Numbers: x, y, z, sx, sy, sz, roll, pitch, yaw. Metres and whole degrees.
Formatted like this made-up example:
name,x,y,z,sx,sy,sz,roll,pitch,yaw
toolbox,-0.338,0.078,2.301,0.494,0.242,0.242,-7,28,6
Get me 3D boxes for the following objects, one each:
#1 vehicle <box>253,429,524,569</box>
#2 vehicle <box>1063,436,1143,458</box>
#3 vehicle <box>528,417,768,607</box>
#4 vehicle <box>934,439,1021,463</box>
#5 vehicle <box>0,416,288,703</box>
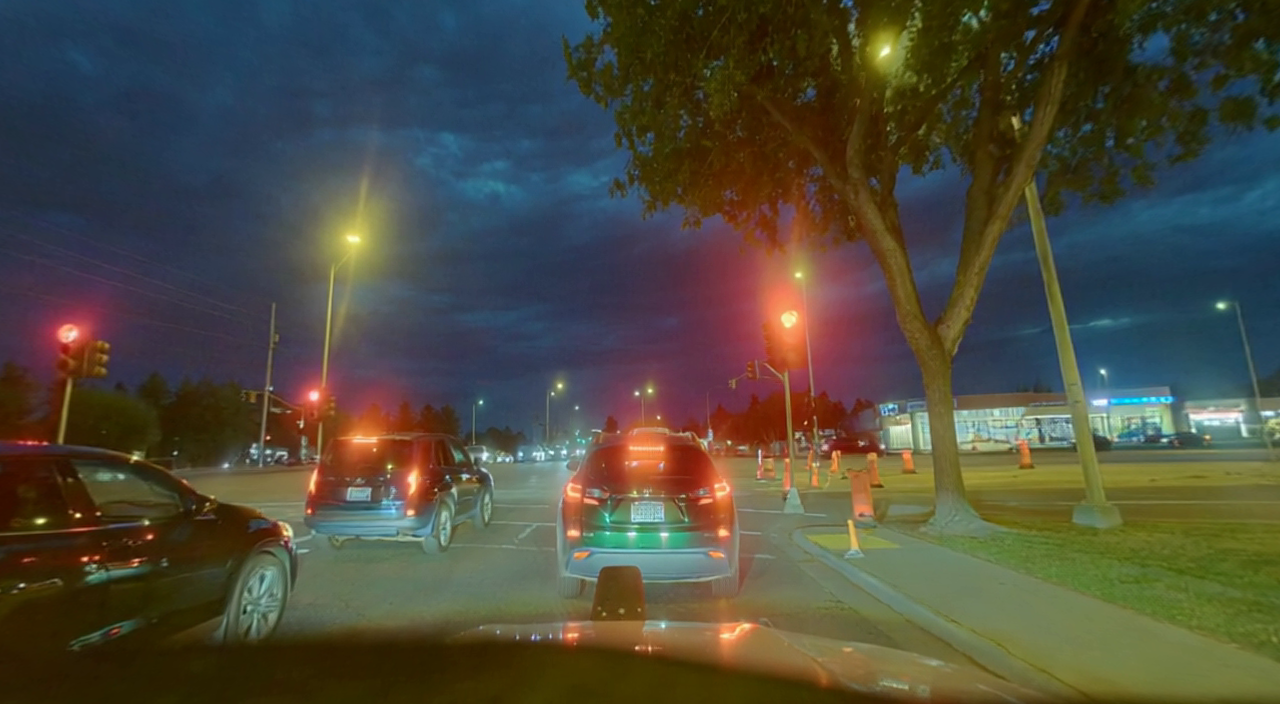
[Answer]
name,x,y,z,sx,sy,sz,roll,pitch,yaw
vehicle,-3.272,2.004,9.447,1.989,1.541,4.626,0,-9,2
vehicle,36.676,7.551,49.983,4.791,1.635,1.857,0,-9,1
vehicle,0.115,1.627,7.216,2.021,1.560,3.676,0,-9,1
vehicle,21.890,6.437,40.944,4.579,1.480,1.819,0,-9,3
vehicle,-3.593,0.946,2.144,1.964,1.497,4.722,0,-9,1
